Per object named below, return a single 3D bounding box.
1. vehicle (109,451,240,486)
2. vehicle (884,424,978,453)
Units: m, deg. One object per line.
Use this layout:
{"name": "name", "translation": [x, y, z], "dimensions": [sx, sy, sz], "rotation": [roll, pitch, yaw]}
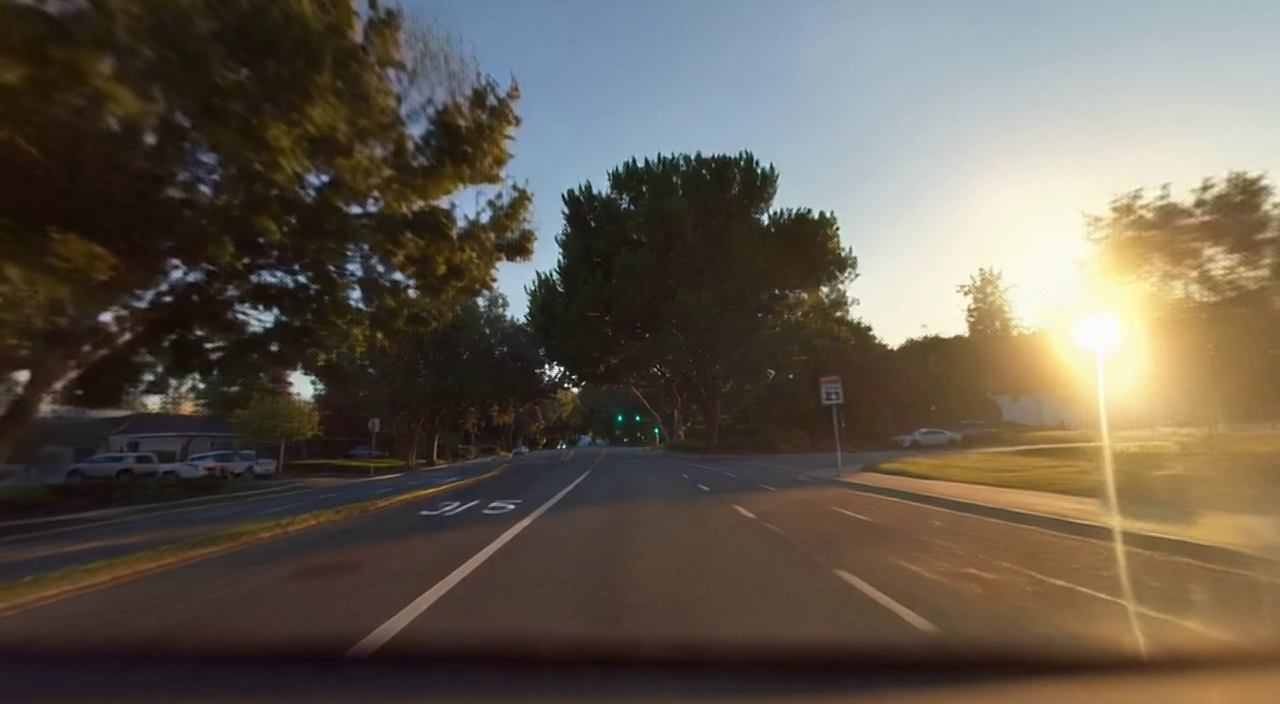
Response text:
{"name": "vehicle", "translation": [-21.366, 5.341, 29.126], "dimensions": [4.495, 1.472, 1.833], "rotation": [0, -8, -1]}
{"name": "vehicle", "translation": [19.109, 5.749, 41.634], "dimensions": [5.172, 1.468, 1.964], "rotation": [-4, -10, -2]}
